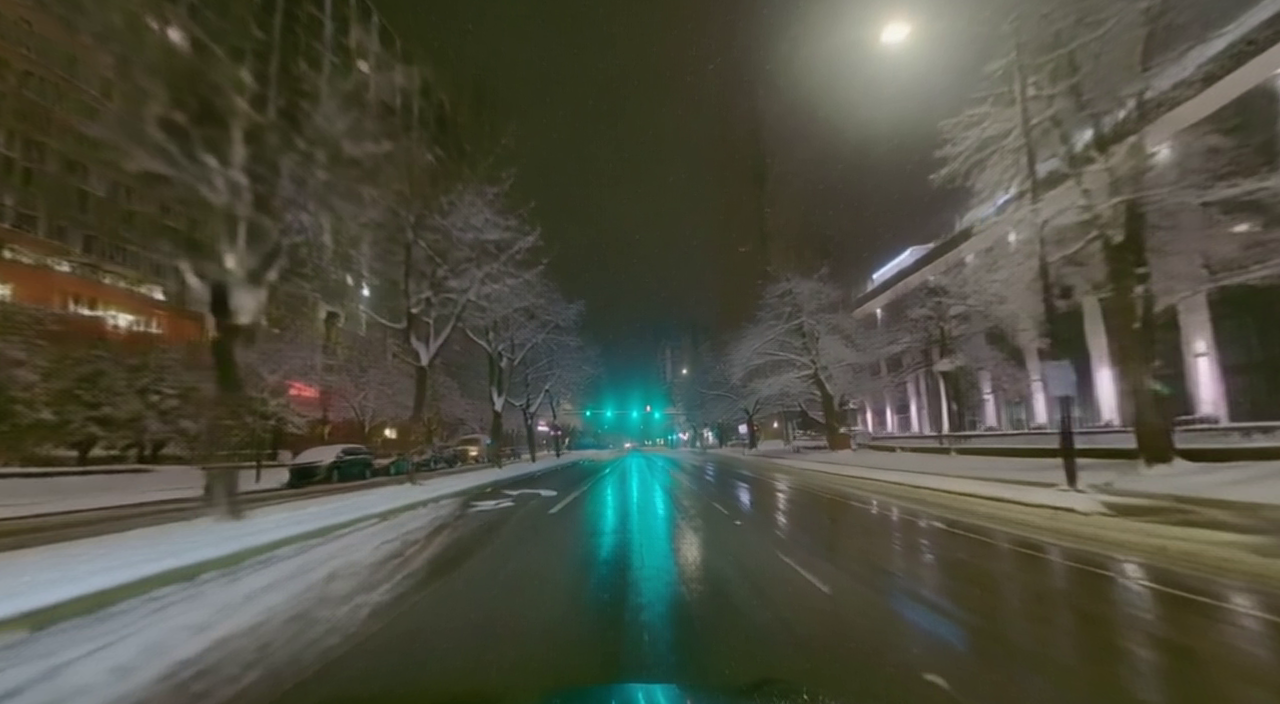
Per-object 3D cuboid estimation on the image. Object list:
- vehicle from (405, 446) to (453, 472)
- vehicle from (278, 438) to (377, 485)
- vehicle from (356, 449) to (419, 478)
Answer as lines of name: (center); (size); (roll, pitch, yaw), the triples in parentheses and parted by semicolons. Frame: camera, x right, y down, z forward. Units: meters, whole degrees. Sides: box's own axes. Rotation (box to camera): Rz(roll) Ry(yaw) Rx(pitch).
vehicle: (-15.370, 7.784, 46.260); (1.989, 1.747, 5.019); (-1, -8, -3)
vehicle: (-15.524, 5.478, 31.773); (2.246, 2.081, 5.416); (-2, -9, -1)
vehicle: (-15.436, 6.791, 38.902); (1.892, 1.624, 4.645); (0, -8, 0)
